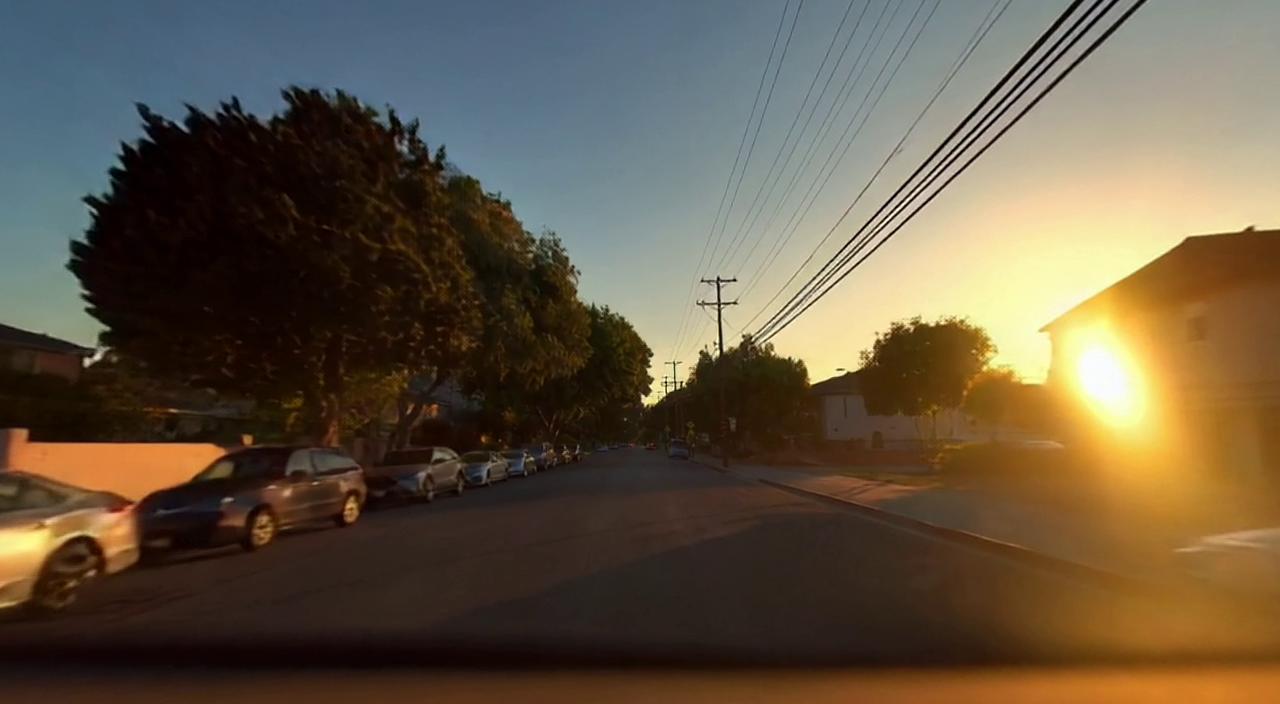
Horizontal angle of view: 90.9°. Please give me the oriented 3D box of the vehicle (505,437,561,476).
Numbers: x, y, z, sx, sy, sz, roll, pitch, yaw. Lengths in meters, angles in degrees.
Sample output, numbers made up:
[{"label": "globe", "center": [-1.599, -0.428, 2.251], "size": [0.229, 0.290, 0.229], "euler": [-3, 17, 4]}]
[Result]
[{"label": "vehicle", "center": [-6.055, 5.972, 36.310], "size": [2.222, 2.022, 5.547], "euler": [0, -8, 0]}]

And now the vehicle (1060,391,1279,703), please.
[{"label": "vehicle", "center": [3.870, 0.815, 1.671], "size": [2.006, 1.607, 5.068], "euler": [0, -9, 0]}]

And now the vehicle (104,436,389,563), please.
[{"label": "vehicle", "center": [-6.186, 2.297, 10.743], "size": [1.932, 1.673, 4.457], "euler": [0, -8, 1]}]

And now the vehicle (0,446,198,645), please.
[{"label": "vehicle", "center": [-6.111, 1.489, 4.662], "size": [2.231, 1.492, 4.727], "euler": [1, -8, 0]}]

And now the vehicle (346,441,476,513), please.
[{"label": "vehicle", "center": [-6.124, 3.335, 17.494], "size": [1.848, 1.698, 4.482], "euler": [0, -8, 1]}]
